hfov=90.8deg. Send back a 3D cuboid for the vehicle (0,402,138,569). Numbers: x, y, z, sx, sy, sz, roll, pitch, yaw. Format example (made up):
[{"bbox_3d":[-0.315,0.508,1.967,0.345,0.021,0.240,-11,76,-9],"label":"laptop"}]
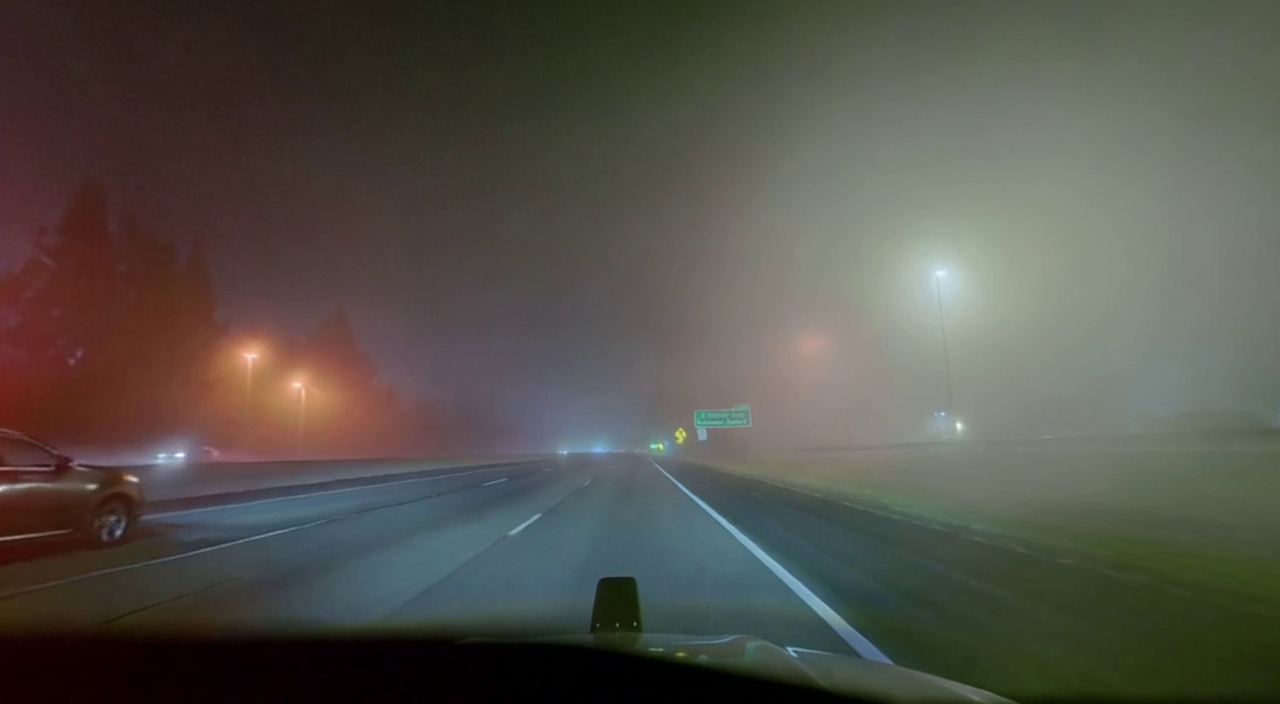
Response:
[{"bbox_3d":[-8.128,1.375,6.334,2.231,1.807,4.758,0,-8,0],"label":"vehicle"}]
